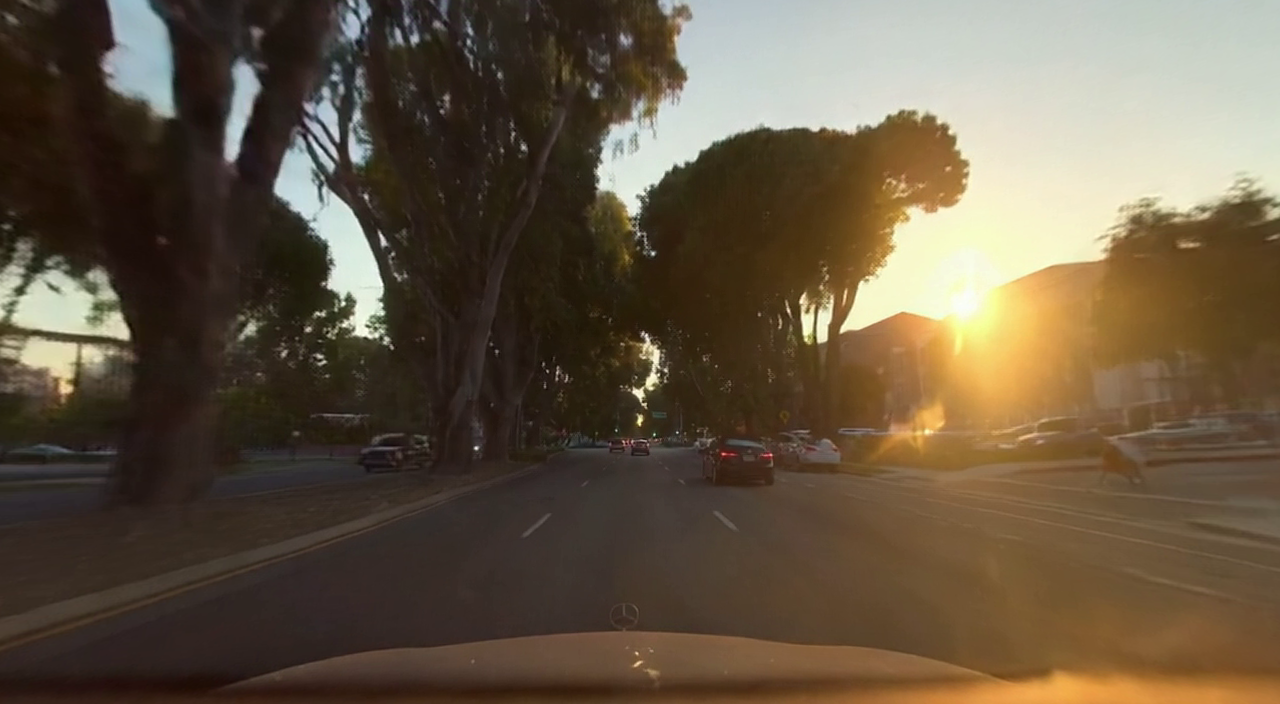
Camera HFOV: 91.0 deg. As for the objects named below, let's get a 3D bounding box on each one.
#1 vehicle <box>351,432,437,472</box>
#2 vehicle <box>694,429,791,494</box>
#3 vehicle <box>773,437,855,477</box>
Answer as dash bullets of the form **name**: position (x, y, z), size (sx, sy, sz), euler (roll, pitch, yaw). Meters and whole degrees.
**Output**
- **vehicle**: position (-11.551, 4.735, 29.965), size (2.207, 1.745, 4.717), euler (0, -8, 0)
- **vehicle**: position (2.831, 3.140, 18.325), size (2.022, 1.656, 4.025), euler (0, -8, -2)
- **vehicle**: position (7.479, 4.568, 27.655), size (2.068, 1.558, 5.058), euler (0, -8, -2)
